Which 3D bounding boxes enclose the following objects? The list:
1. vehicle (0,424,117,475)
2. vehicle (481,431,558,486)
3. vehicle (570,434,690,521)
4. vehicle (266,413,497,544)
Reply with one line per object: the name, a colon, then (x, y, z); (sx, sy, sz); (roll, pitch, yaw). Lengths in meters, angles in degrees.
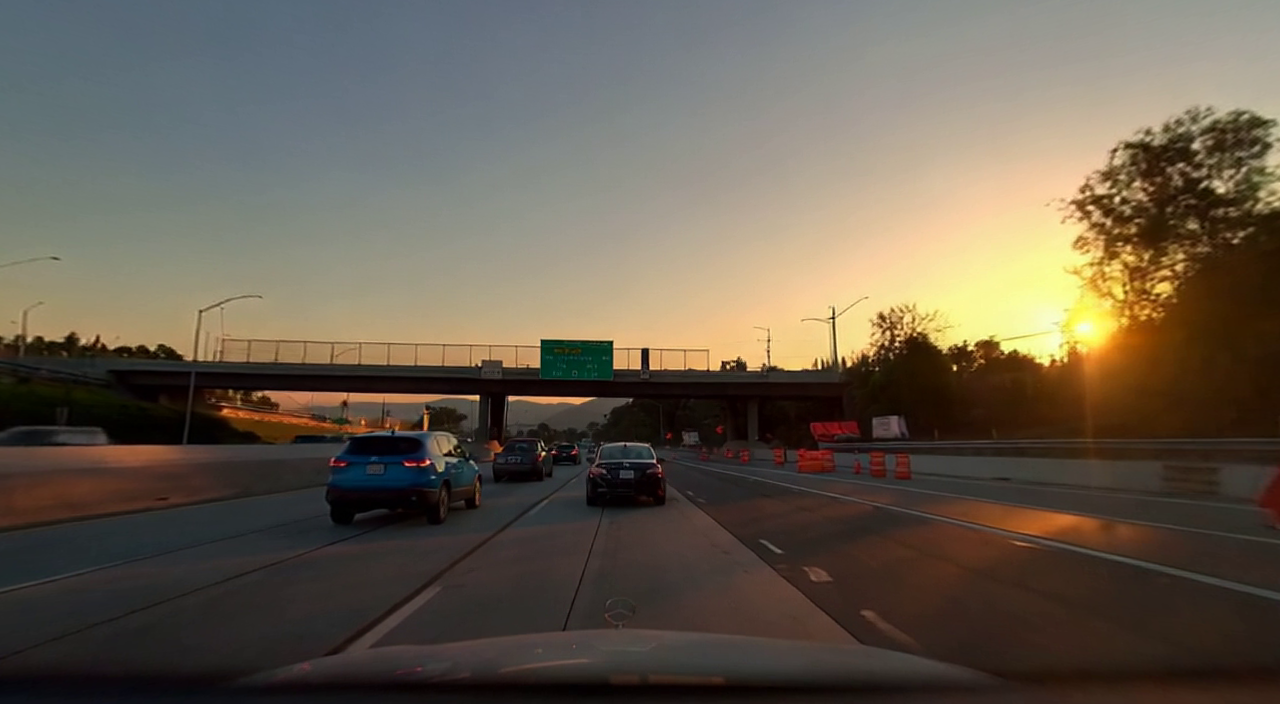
vehicle: (-20.767, 3.337, 21.703); (2.028, 1.548, 4.279); (0, -9, -2)
vehicle: (-4.150, 3.729, 22.381); (1.982, 1.727, 4.057); (0, -9, -1)
vehicle: (-0.226, 2.472, 12.970); (2.069, 1.484, 3.982); (0, -9, -2)
vehicle: (-3.866, 1.968, 10.392); (2.025, 1.708, 4.089); (0, -9, 0)
